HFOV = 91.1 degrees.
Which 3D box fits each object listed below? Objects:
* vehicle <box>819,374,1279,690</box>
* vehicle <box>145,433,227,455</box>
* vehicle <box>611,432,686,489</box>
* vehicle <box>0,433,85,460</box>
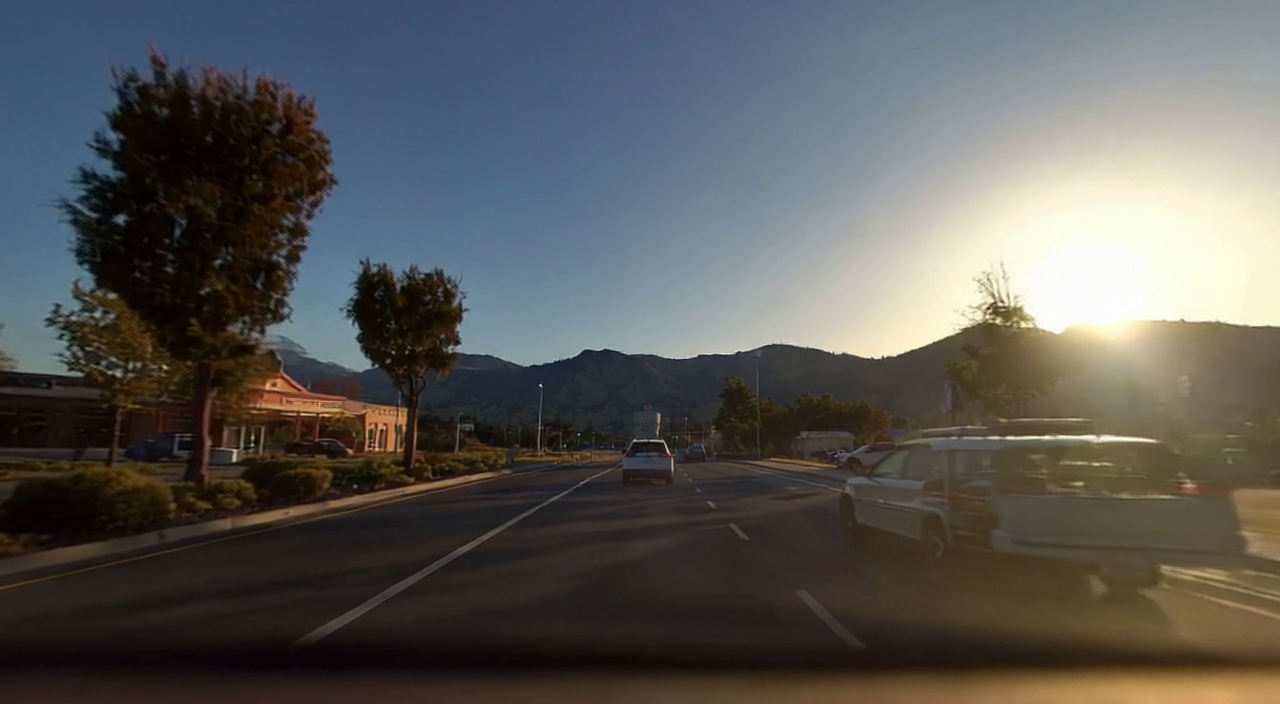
[{"bbox_3d":[3.315,1.287,5.701,2.010,1.692,4.516,0,-8,0],"label":"vehicle"},{"bbox_3d":[-35.417,7.193,49.150,4.786,1.697,1.895,4,-9,-25],"label":"vehicle"},{"bbox_3d":[0.246,3.445,20.301,2.193,1.651,3.946,0,-8,0],"label":"vehicle"},{"bbox_3d":[-35.574,5.565,37.006,3.714,1.510,1.917,4,-9,-25],"label":"vehicle"}]
